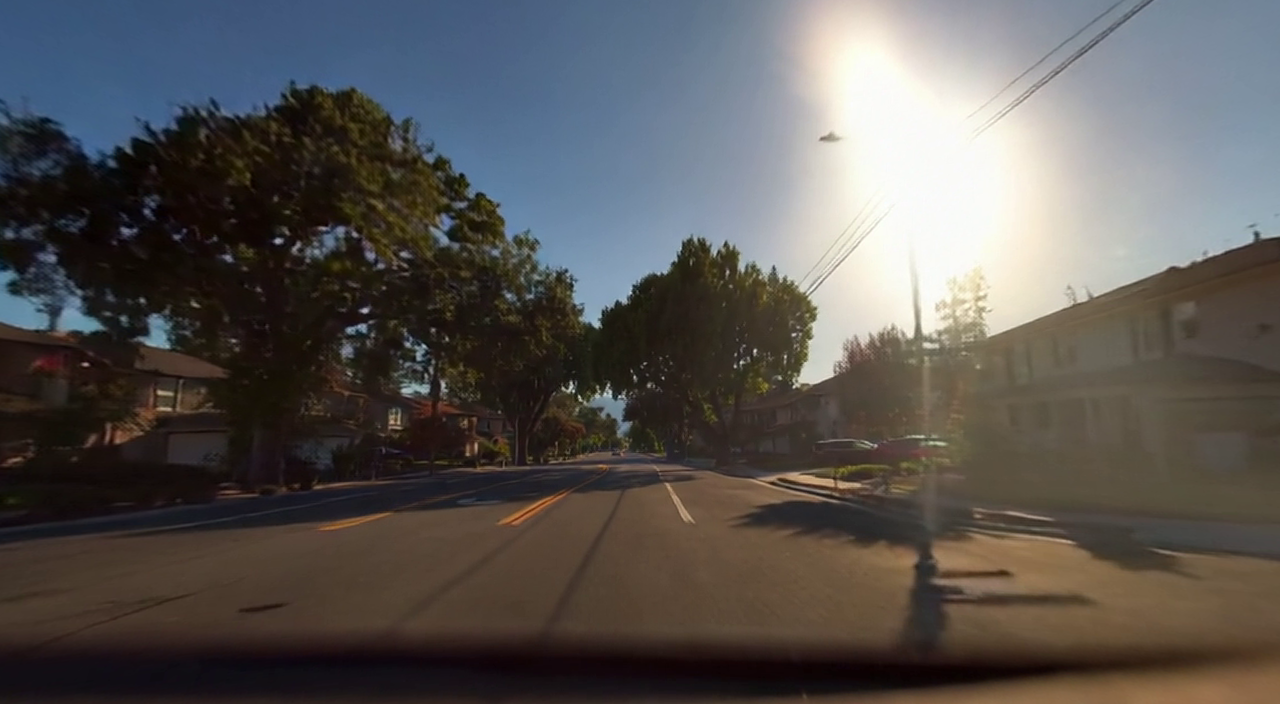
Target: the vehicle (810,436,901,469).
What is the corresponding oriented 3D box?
[{"bbox_3d":[13.136,6.161,38.783,4.912,1.895,2.047,-1,-8,7],"label":"vehicle"}]
